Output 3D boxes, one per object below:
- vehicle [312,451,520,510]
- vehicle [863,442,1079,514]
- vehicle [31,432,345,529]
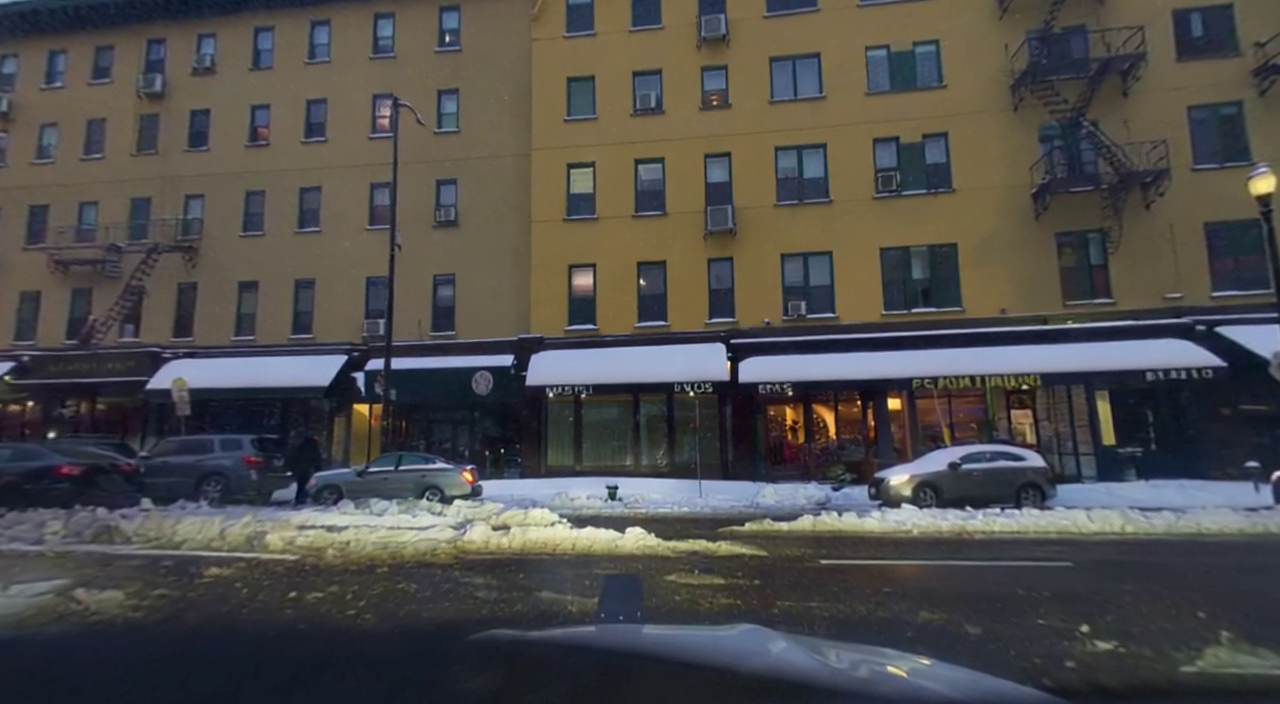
[{"bbox_3d":[-5.834,3.363,16.800,4.830,1.421,1.826,-1,-9,6],"label":"vehicle"},{"bbox_3d":[8.230,3.170,16.081,4.410,1.687,1.834,-1,-9,3],"label":"vehicle"},{"bbox_3d":[-7.742,2.171,11.009,4.330,1.458,1.932,-2,-9,12],"label":"vehicle"}]
